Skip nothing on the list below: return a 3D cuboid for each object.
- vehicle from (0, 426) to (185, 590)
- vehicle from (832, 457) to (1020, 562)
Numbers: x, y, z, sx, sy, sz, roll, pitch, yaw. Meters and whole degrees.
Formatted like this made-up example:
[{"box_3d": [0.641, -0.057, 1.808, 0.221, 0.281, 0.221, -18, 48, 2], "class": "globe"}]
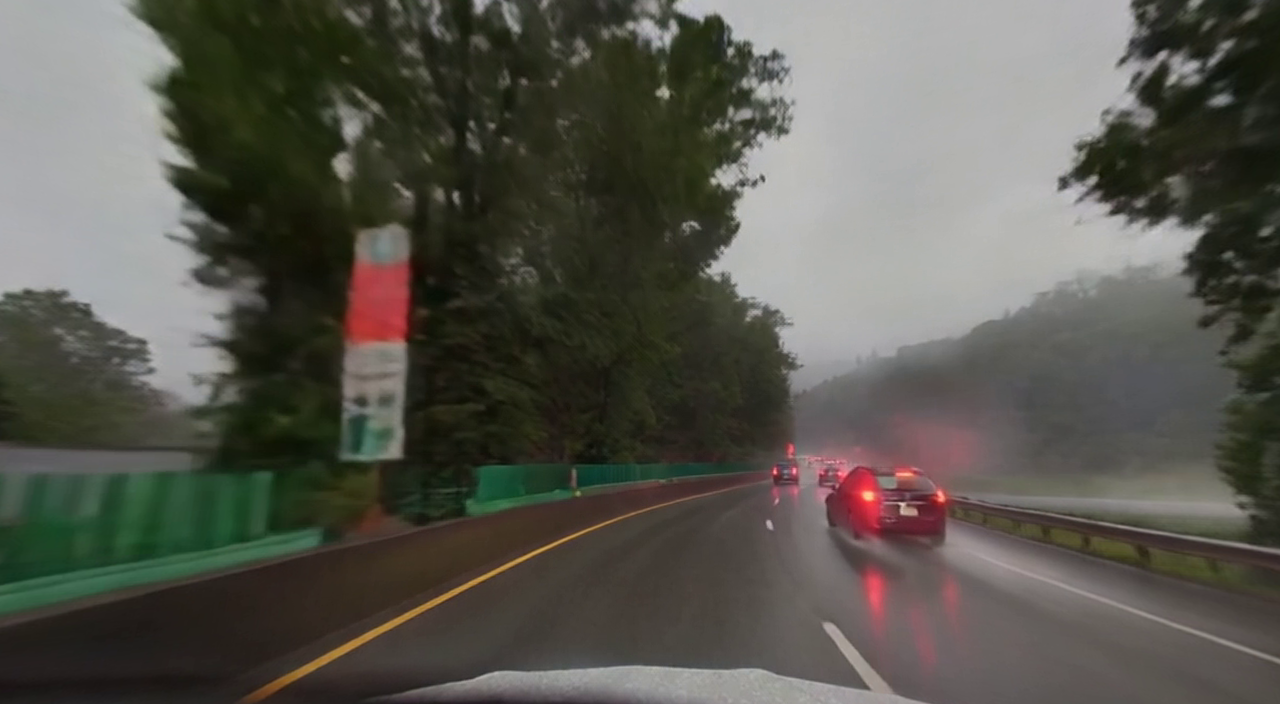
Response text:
[{"box_3d": [-17.014, 3.810, 15.532, 2.909, 3.910, 9.340, -2, -11, 14], "class": "vehicle"}, {"box_3d": [5.134, 2.860, 12.049, 2.023, 1.593, 4.105, 0, -11, 6], "class": "vehicle"}]
